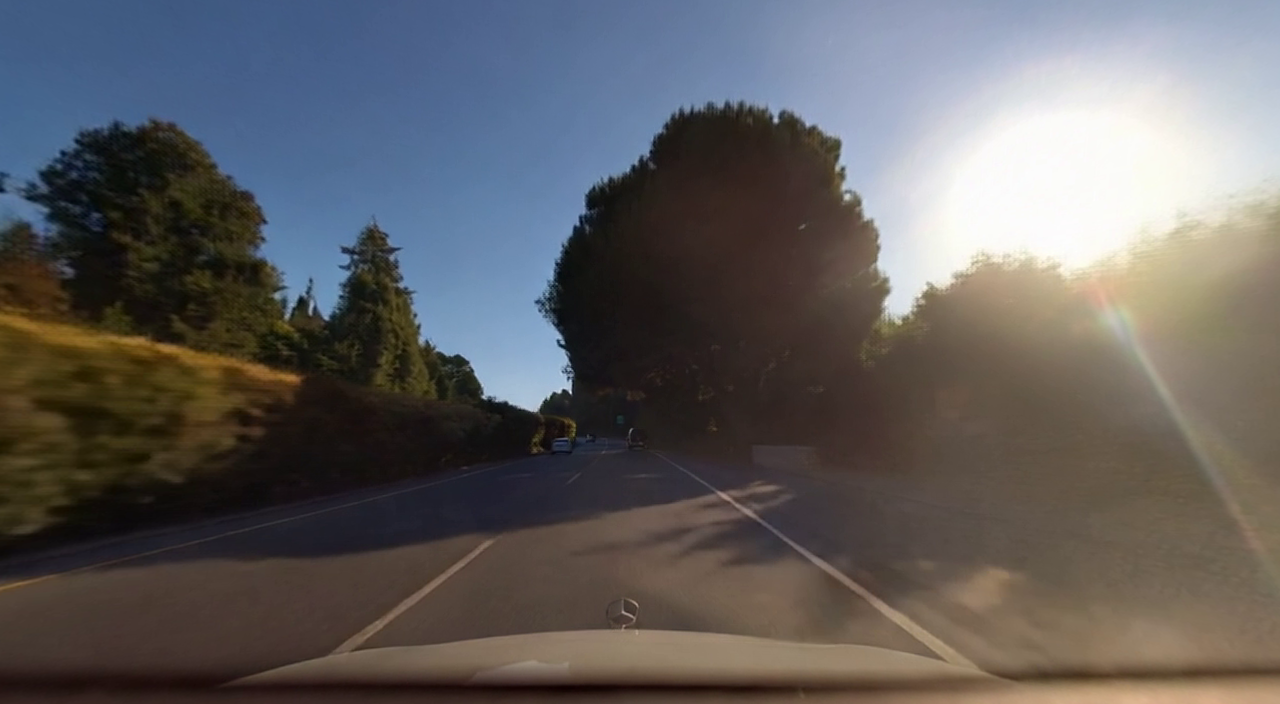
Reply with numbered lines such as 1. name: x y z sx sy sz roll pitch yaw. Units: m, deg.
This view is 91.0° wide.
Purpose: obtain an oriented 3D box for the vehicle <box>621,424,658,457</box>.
1. vehicle: -0.113 5.659 40.445 2.223 1.957 4.416 0 -8 -2

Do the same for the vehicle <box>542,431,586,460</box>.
1. vehicle: -4.302 5.338 36.095 2.062 1.567 4.117 0 -8 -1
